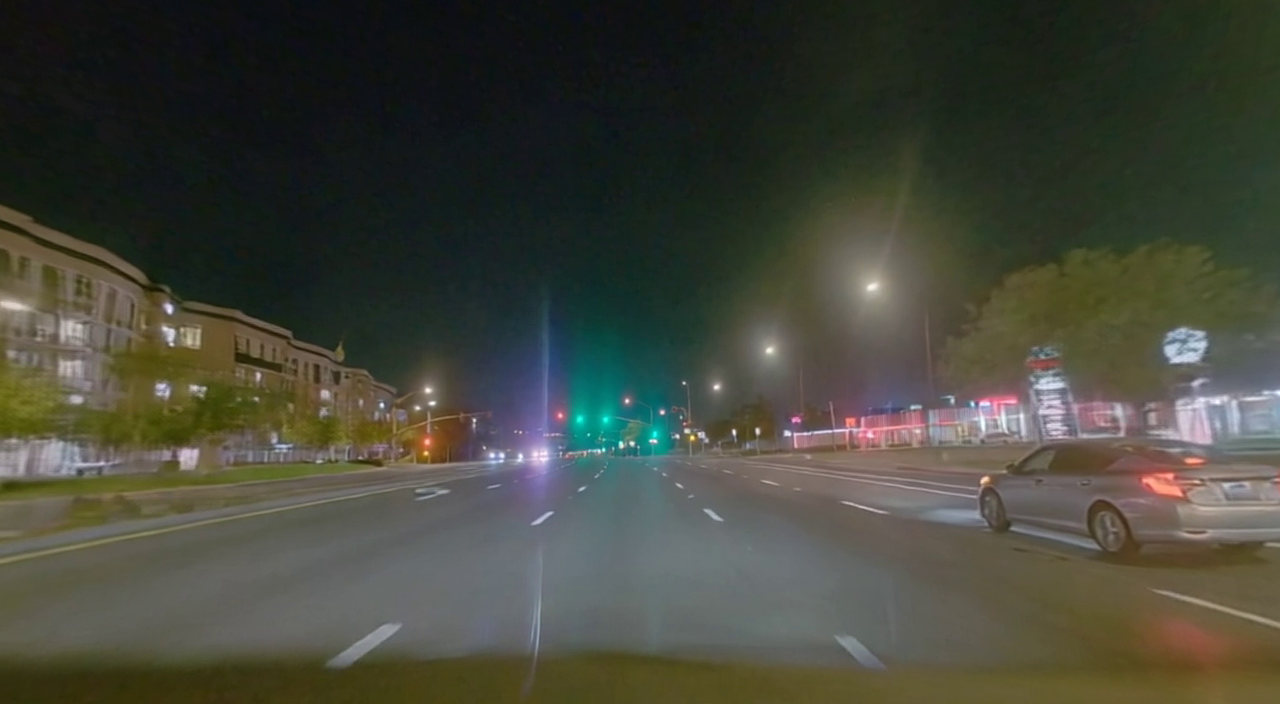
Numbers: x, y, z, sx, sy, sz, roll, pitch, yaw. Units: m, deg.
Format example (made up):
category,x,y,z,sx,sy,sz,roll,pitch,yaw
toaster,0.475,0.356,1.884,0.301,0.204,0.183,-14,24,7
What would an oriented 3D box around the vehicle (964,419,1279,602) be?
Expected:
category,x,y,z,sx,sy,sz,roll,pitch,yaw
vehicle,6.137,1.639,7.550,2.070,1.491,4.575,0,-8,0
